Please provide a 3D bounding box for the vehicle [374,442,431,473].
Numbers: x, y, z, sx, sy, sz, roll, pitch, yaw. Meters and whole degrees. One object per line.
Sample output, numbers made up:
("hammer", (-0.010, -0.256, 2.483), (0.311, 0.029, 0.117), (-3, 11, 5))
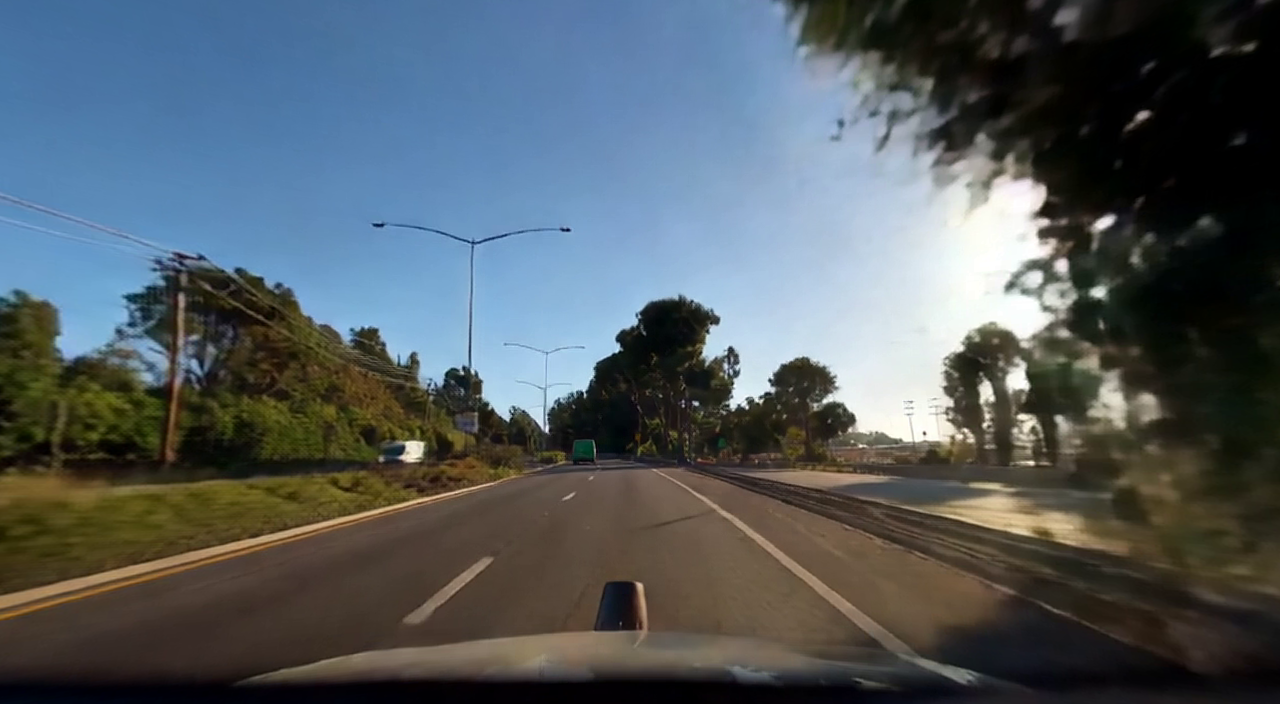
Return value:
("vehicle", (-14.985, 6.652, 39.878), (2.084, 1.806, 4.332), (0, -9, -3))
